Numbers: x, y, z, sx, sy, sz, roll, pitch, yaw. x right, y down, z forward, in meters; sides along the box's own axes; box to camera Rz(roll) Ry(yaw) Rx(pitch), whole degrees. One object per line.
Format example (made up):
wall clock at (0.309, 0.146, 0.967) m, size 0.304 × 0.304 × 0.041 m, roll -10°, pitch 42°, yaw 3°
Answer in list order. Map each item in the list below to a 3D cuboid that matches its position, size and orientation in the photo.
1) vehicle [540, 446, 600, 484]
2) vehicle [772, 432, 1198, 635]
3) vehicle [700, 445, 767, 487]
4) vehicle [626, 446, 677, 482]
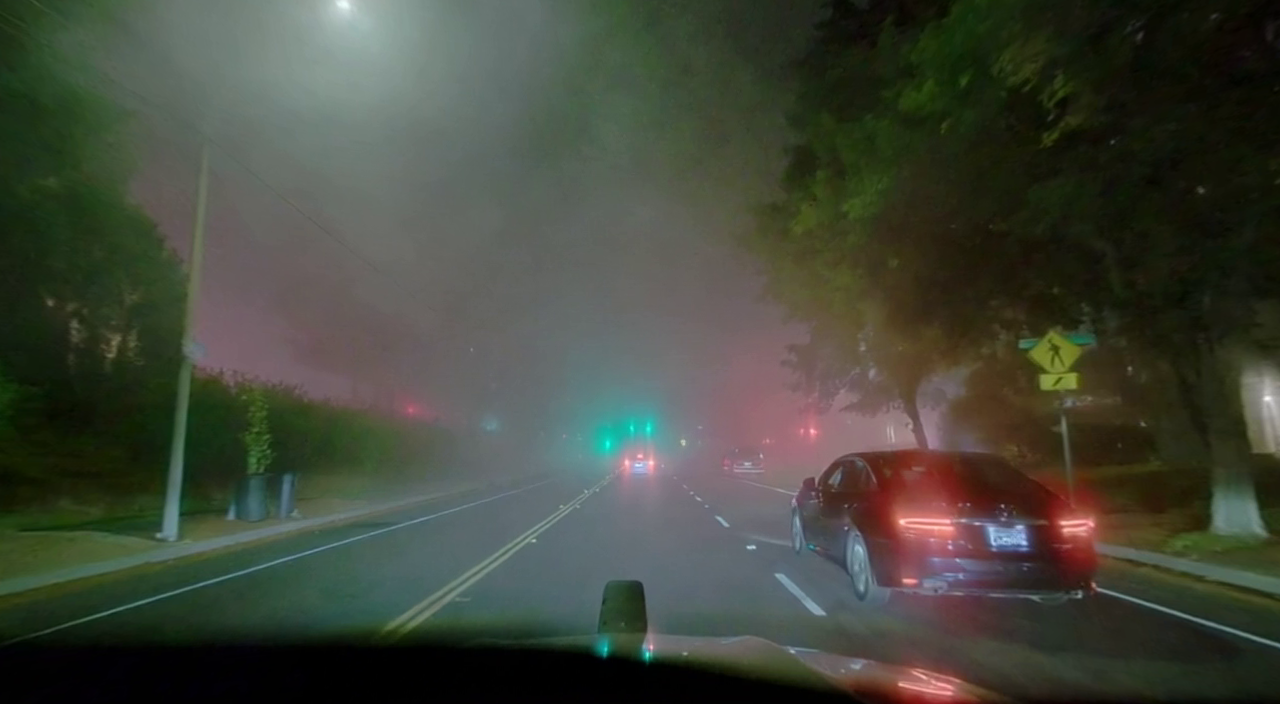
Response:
vehicle at (-2.967, 4.891, 27.634) m, size 2.012 × 1.505 × 4.205 m, roll -1°, pitch -9°, yaw 2°
vehicle at (3.044, 1.681, 6.970) m, size 2.158 × 1.483 × 4.415 m, roll 0°, pitch -8°, yaw -1°
vehicle at (3.572, 4.417, 24.764) m, size 1.943 × 1.484 × 4.030 m, roll 0°, pitch -8°, yaw -1°
vehicle at (0.485, 4.914, 28.088) m, size 2.101 × 1.467 × 4.210 m, roll 0°, pitch -8°, yaw 0°
